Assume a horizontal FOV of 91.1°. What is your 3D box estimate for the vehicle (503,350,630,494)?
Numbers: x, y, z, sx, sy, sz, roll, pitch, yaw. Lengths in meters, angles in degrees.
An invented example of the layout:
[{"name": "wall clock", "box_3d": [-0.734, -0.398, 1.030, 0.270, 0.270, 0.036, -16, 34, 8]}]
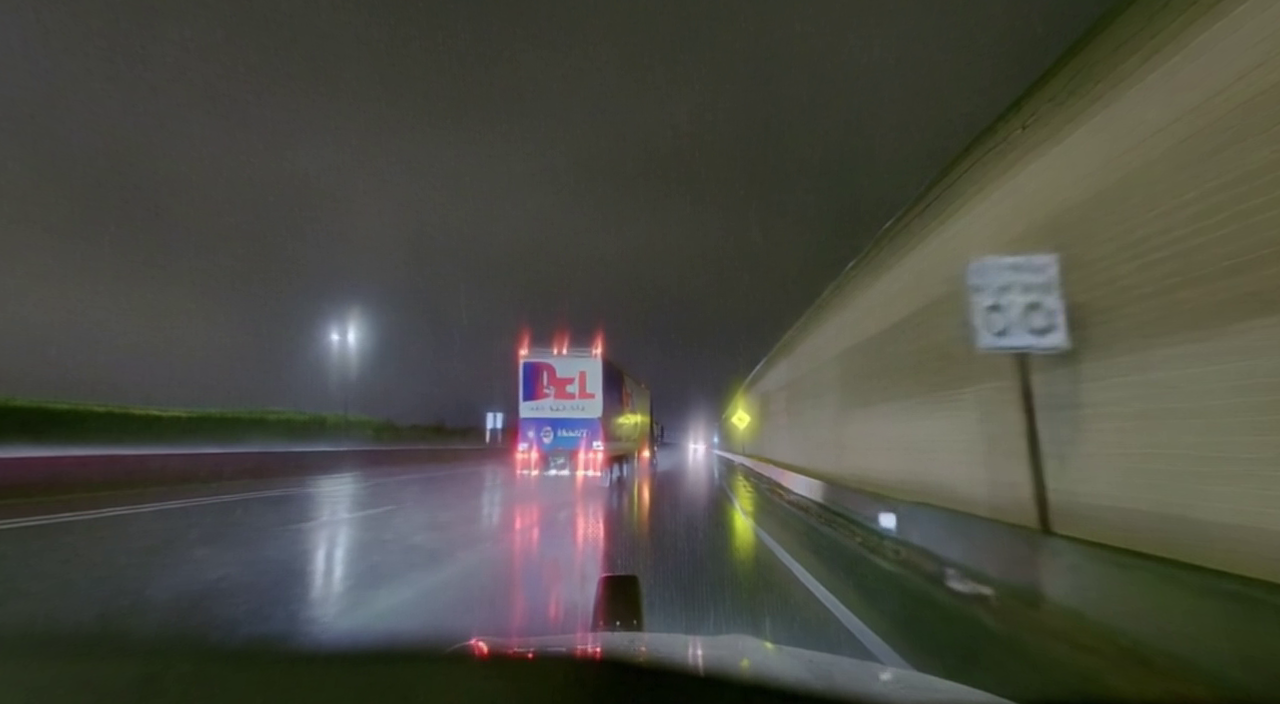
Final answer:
[{"name": "vehicle", "box_3d": [-2.222, 2.577, 22.772, 2.796, 4.184, 8.554, 0, -8, 5]}]
